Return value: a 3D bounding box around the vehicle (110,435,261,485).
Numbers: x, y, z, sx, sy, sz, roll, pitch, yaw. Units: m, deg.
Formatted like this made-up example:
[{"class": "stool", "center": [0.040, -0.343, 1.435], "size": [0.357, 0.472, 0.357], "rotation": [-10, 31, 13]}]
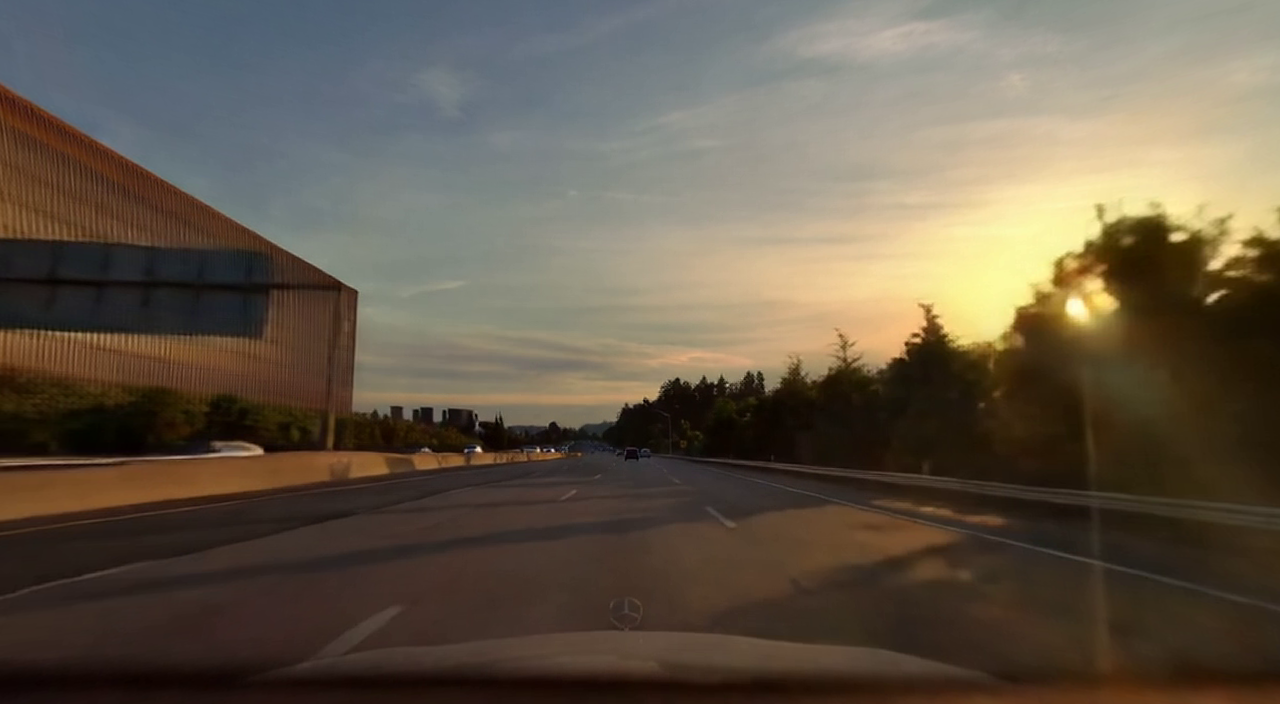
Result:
[{"class": "vehicle", "center": [-14.946, 3.585, 21.096], "size": [1.797, 1.477, 4.388], "rotation": [0, -9, -1]}]
